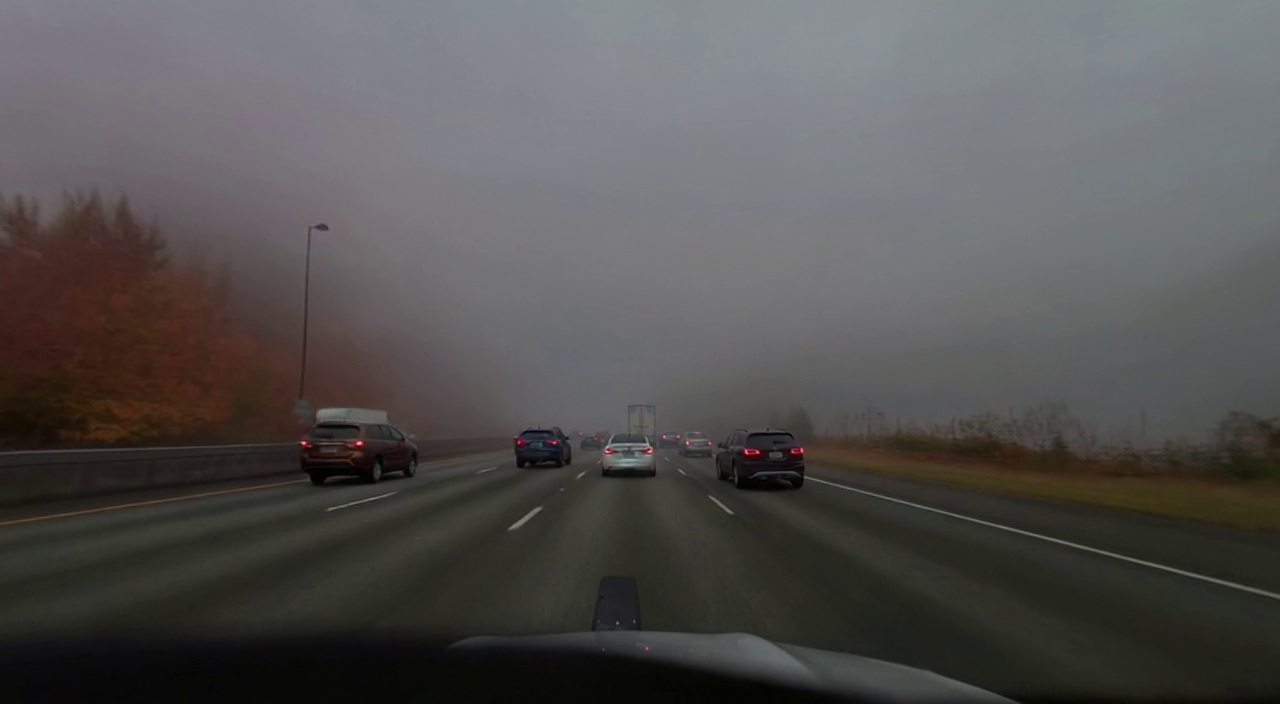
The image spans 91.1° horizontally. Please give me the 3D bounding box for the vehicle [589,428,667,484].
[{"bbox_3d":[-0.301,3.108,19.193,2.111,1.494,4.364,0,-8,1],"label":"vehicle"}]

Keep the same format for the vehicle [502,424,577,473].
[{"bbox_3d":[-3.673,3.623,23.822,2.064,1.672,4.277,0,-8,1],"label":"vehicle"}]

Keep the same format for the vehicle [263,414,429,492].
[{"bbox_3d":[-7.524,2.626,16.778,2.117,1.779,4.745,0,-8,0],"label":"vehicle"}]

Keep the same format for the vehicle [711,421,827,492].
[{"bbox_3d":[3.274,2.733,16.924,2.095,1.650,4.331,0,-8,-1],"label":"vehicle"}]
